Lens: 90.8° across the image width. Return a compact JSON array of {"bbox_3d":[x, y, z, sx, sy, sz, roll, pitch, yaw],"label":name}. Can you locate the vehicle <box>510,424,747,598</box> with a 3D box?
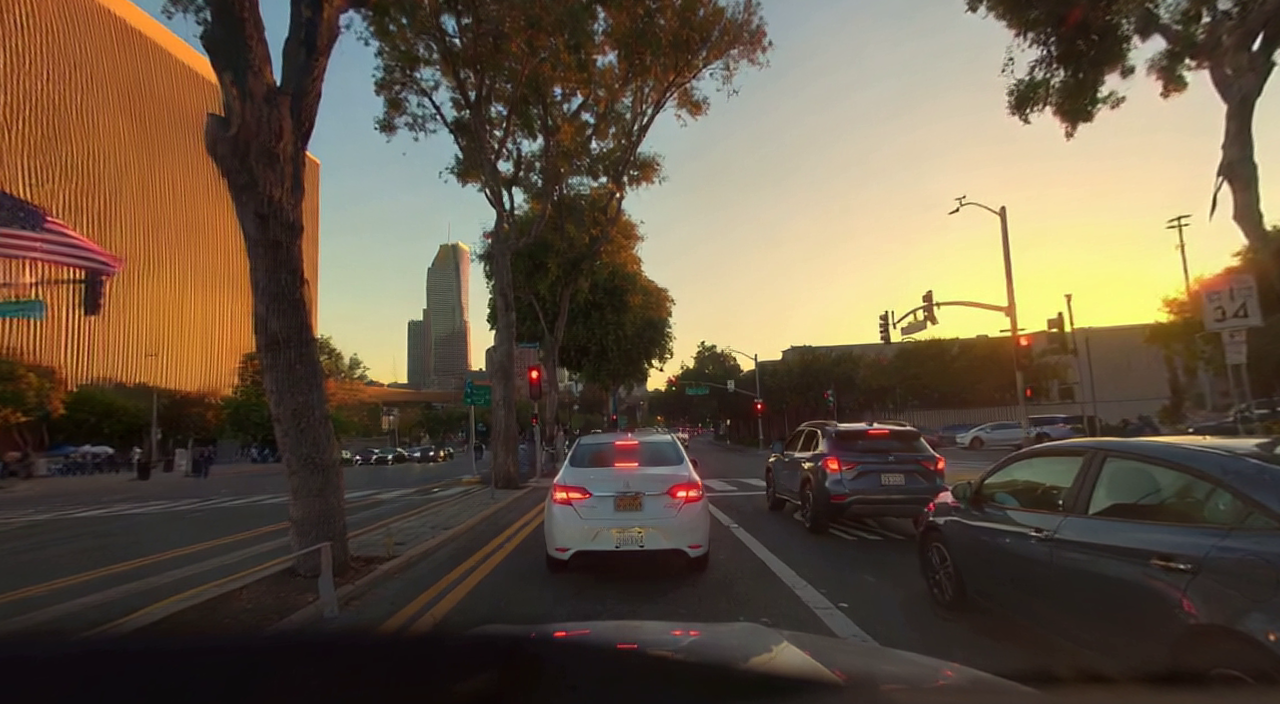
[{"bbox_3d":[-0.108,1.699,7.558,2.096,1.521,3.747,0,-8,0],"label":"vehicle"}]

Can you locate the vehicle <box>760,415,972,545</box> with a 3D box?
[{"bbox_3d":[3.509,2.084,10.935,1.978,1.738,4.599,0,-8,1],"label":"vehicle"}]

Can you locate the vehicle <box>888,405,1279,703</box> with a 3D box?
[{"bbox_3d":[3.380,1.177,4.007,1.833,1.465,4.258,0,-8,-1],"label":"vehicle"}]
